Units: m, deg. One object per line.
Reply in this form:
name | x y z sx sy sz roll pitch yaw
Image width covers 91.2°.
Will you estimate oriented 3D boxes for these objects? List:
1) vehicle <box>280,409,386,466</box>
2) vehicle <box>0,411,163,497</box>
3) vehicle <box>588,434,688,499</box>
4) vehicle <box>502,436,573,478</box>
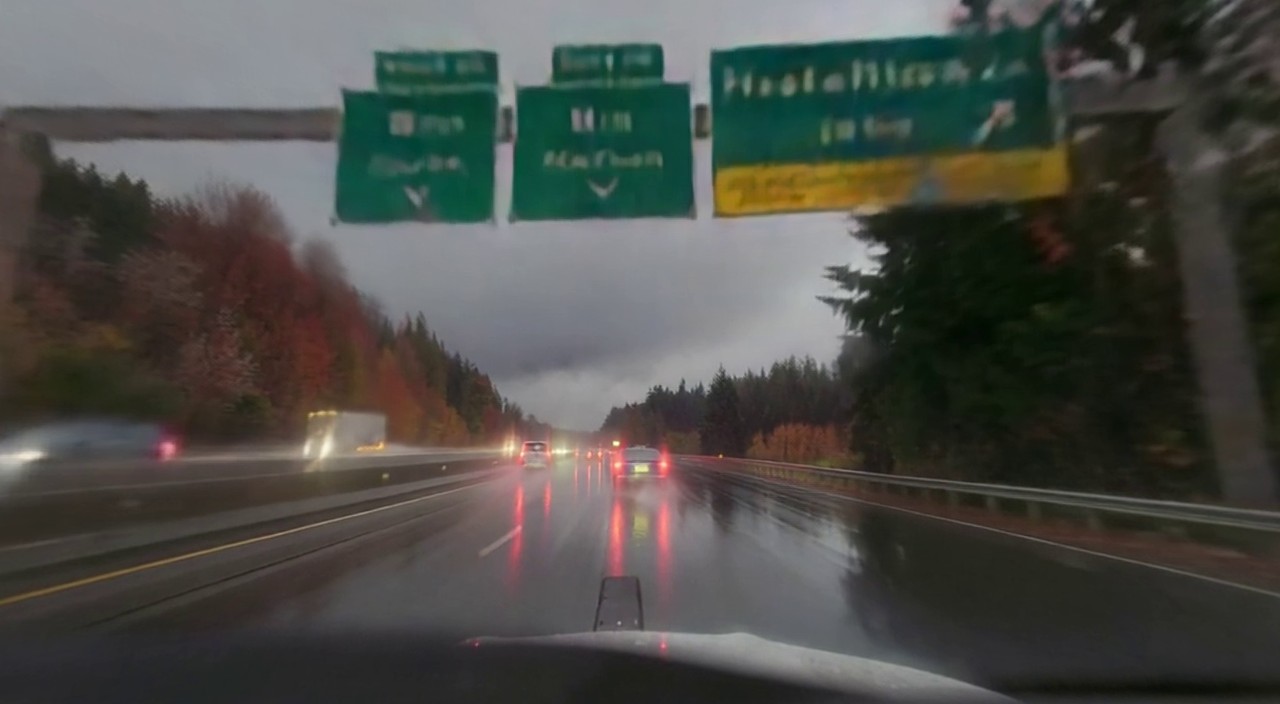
vehicle | -22.626 6.525 47.059 3.243 3.800 9.564 0 -9 -1
vehicle | -15.796 2.692 16.613 2.107 1.969 5.204 0 -9 0
vehicle | -0.092 3.355 18.692 2.634 1.679 4.070 0 -9 -1
vehicle | -4.457 4.671 27.992 2.545 1.679 4.267 0 -9 -1
